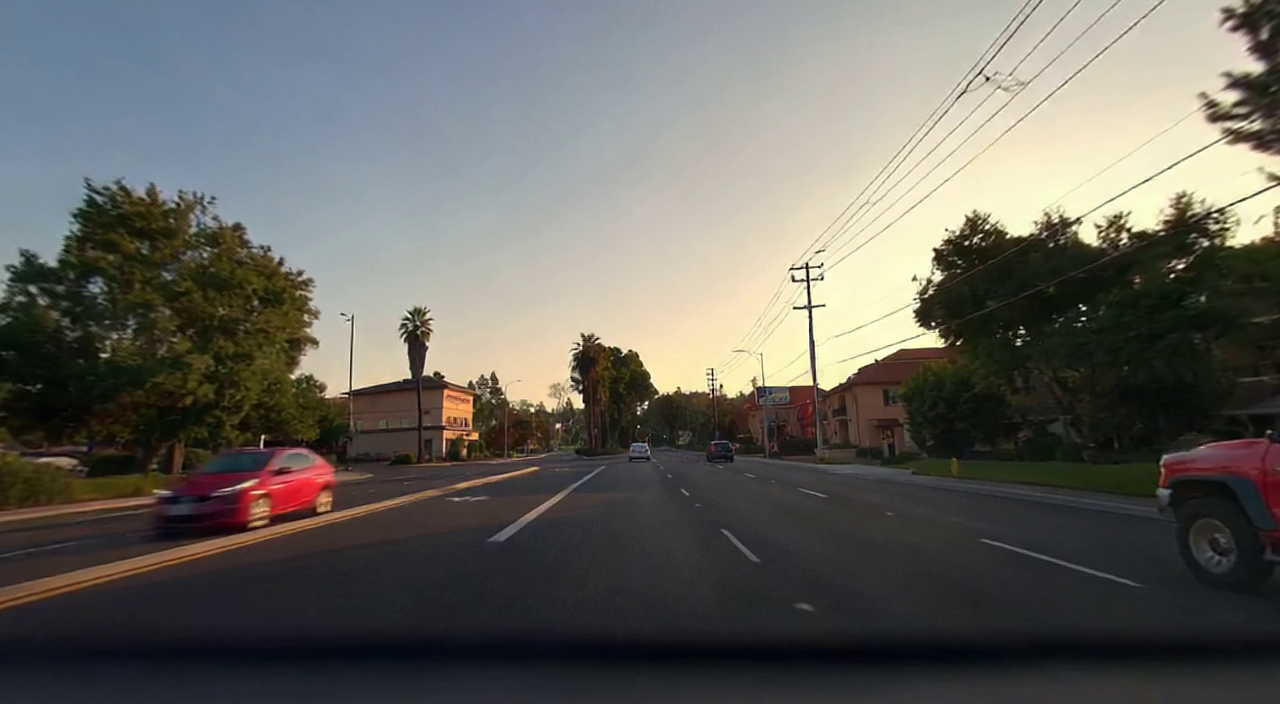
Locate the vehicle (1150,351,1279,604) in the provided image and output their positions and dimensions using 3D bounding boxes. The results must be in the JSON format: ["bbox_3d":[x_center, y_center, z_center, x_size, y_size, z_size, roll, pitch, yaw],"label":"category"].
[{"bbox_3d":[5.987,0.775,3.643,2.355,1.889,4.392,0,-9,1],"label":"vehicle"}]

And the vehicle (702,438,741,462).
[{"bbox_3d":[6.078,7.371,47.453,2.252,1.718,4.617,0,-9,0],"label":"vehicle"}]

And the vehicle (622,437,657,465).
[{"bbox_3d":[-0.031,6.424,40.898,2.138,1.702,4.168,0,-9,0],"label":"vehicle"}]

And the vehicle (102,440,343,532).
[{"bbox_3d":[-8.058,2.588,12.773,1.949,1.527,4.243,0,-9,0],"label":"vehicle"}]
